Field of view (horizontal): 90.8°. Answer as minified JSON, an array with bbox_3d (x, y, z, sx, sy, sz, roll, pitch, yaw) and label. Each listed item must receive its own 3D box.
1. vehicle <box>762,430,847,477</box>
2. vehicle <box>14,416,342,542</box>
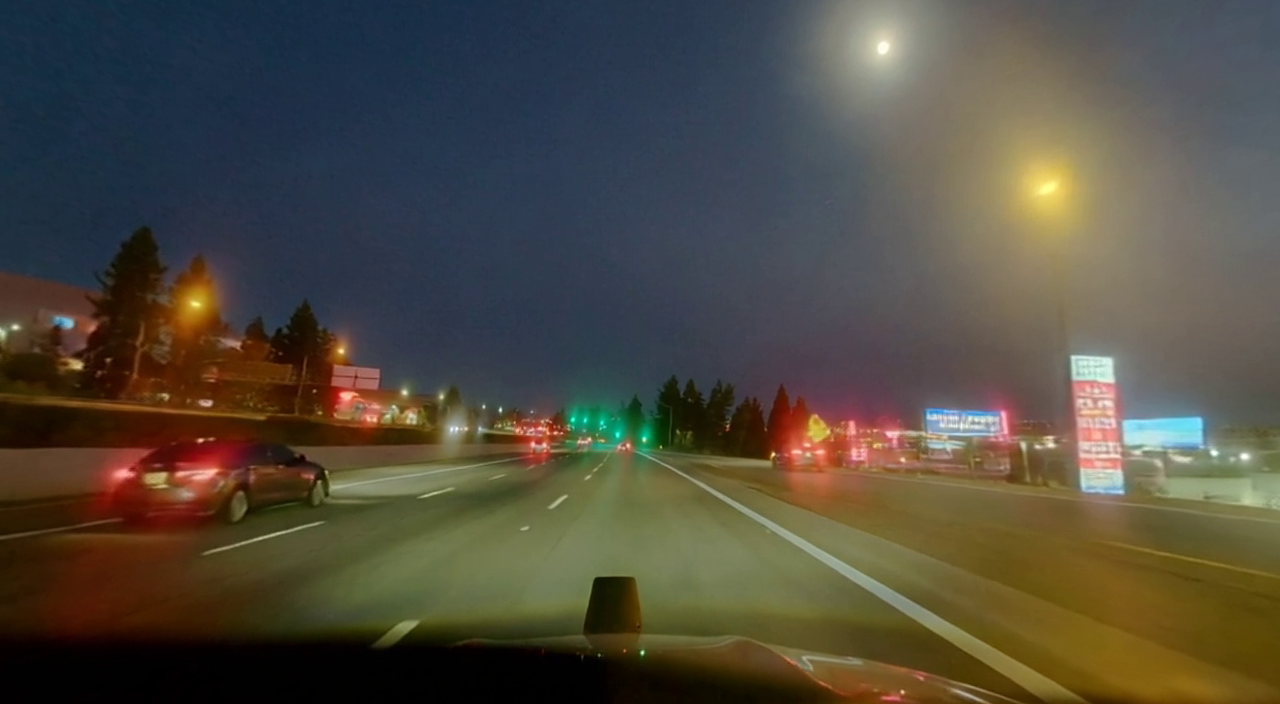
[{"bbox_3d":[6.679,4.177,26.178,2.023,1.782,4.193,1,-9,-5],"label":"vehicle"},{"bbox_3d":[-7.426,2.089,11.059,2.030,1.672,4.913,0,-9,0],"label":"vehicle"}]
